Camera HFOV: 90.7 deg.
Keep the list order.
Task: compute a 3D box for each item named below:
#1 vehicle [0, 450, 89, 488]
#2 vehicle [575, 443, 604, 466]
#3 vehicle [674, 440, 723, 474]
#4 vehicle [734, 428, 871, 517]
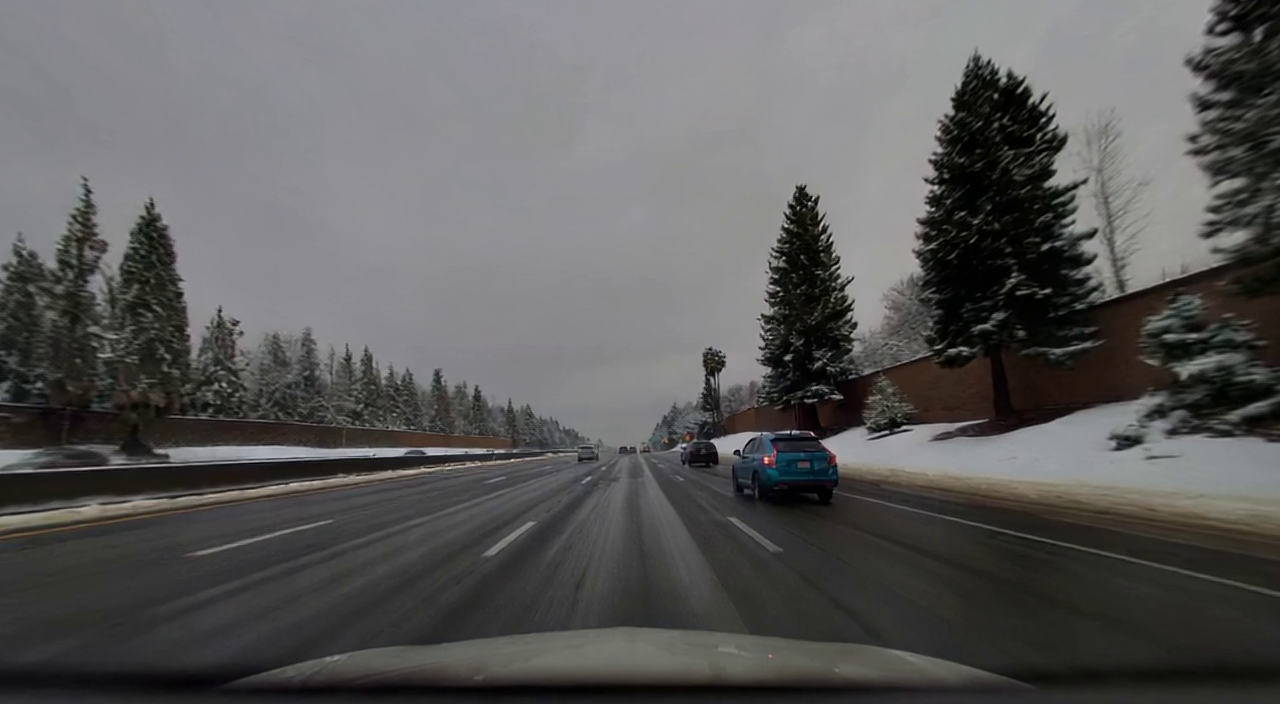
[{"bbox_3d":[-31.568,5.962,32.513,1.992,1.770,4.905,0,-9,2],"label":"vehicle"},{"bbox_3d":[-3.783,7.774,48.066,1.858,1.632,4.138,0,-9,0],"label":"vehicle"},{"bbox_3d":[3.053,5.579,33.784,2.045,1.688,4.313,0,-9,-2],"label":"vehicle"},{"bbox_3d":[3.443,2.637,14.345,1.910,1.696,4.187,0,-8,-1],"label":"vehicle"}]
